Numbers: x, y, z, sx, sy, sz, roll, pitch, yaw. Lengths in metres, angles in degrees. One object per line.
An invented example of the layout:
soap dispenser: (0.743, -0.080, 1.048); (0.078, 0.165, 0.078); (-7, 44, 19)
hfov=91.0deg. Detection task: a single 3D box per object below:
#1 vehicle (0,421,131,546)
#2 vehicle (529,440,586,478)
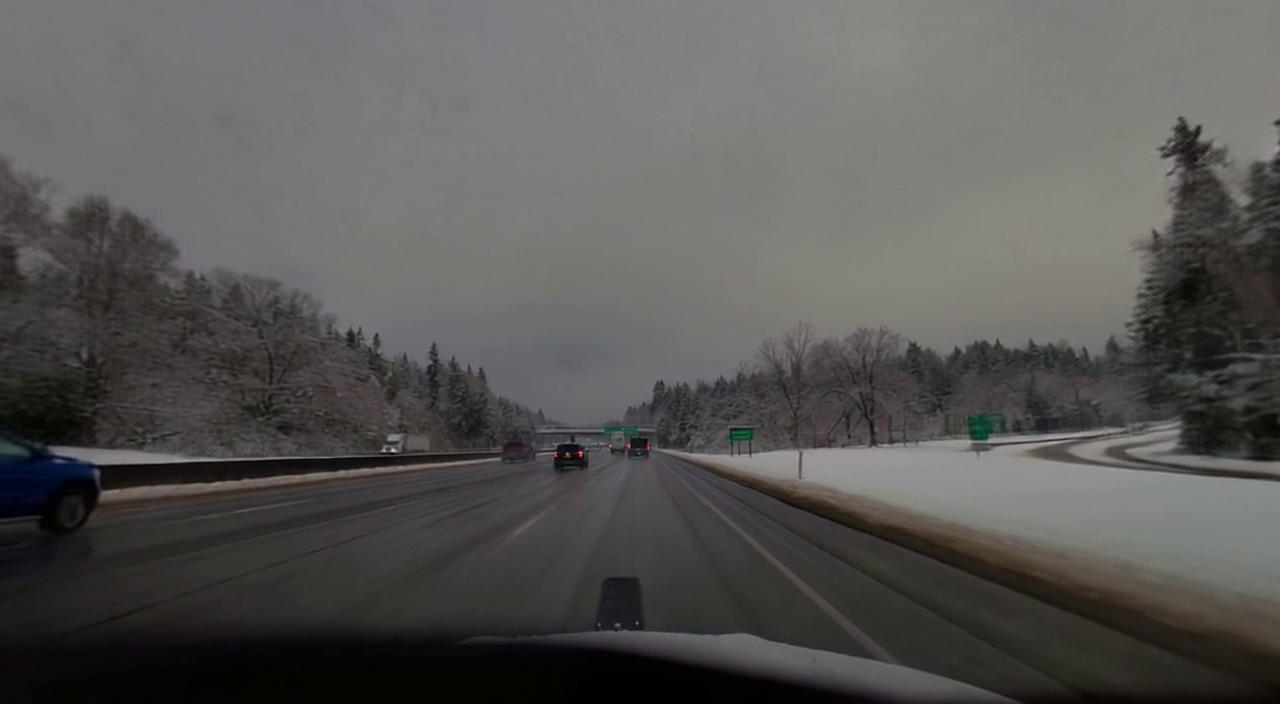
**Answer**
vehicle: (-10.177, 1.793, 8.424); (2.146, 1.764, 5.510); (0, -9, -1)
vehicle: (-3.852, 5.085, 30.150); (2.094, 1.695, 4.260); (0, -9, 1)
